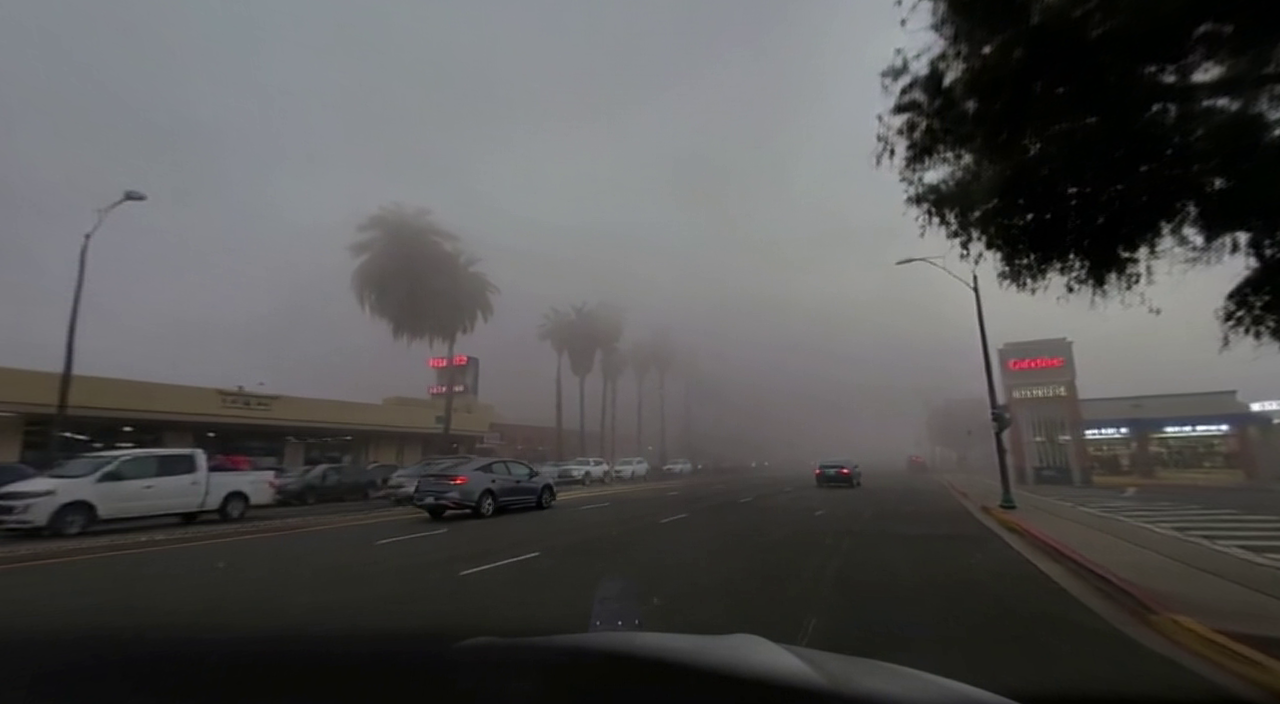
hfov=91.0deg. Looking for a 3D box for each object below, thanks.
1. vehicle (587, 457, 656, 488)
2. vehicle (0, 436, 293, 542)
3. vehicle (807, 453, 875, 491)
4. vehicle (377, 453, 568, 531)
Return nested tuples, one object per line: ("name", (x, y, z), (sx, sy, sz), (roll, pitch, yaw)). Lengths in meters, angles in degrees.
("vehicle", (-0.936, 6.650, 35.135), (1.981, 1.493, 4.721), (-4, -9, 23))
("vehicle", (-10.384, 2.911, 13.460), (1.989, 1.792, 4.884), (-6, -13, 22))
("vehicle", (9.175, 5.345, 28.466), (2.139, 1.461, 4.918), (-4, -10, 26))
("vehicle", (-3.790, 3.220, 15.192), (2.090, 1.520, 4.452), (-4, -9, 23))
